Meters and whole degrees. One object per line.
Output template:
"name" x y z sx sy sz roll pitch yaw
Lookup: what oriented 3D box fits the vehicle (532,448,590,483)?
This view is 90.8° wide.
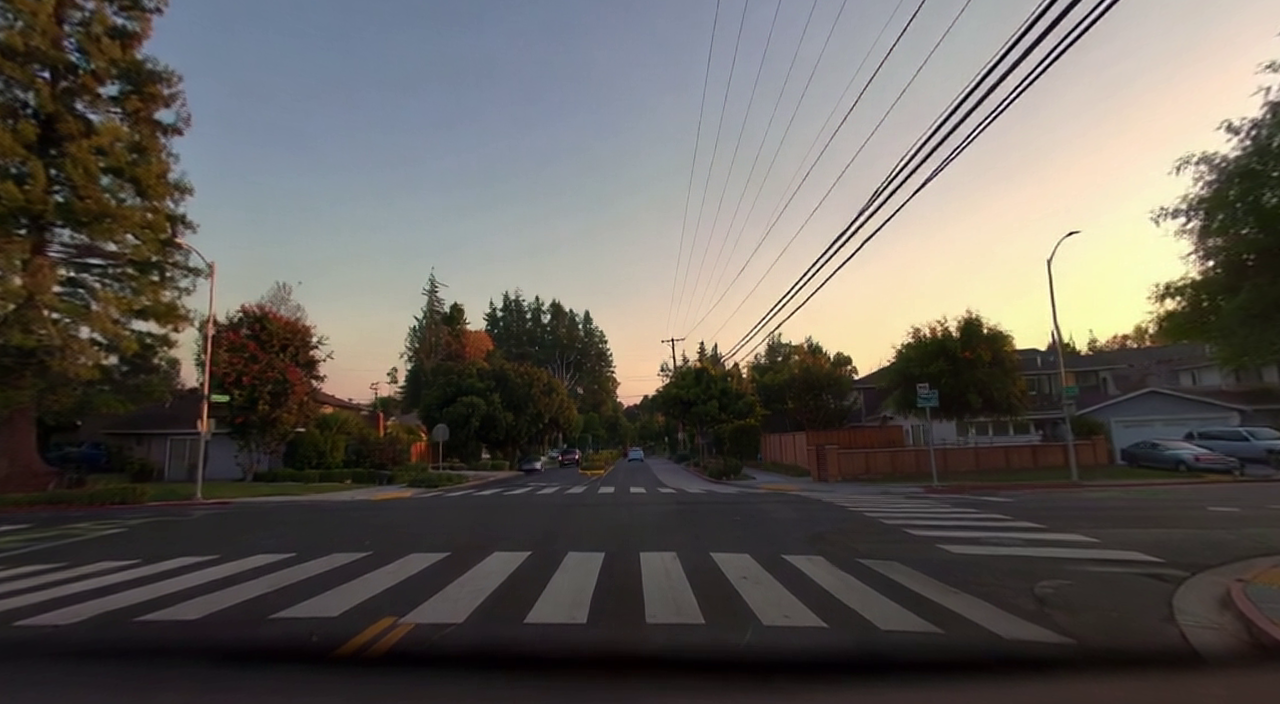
"vehicle" -3.614 5.246 29.487 2.102 1.463 4.024 0 -9 1

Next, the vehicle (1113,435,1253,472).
"vehicle" 23.428 4.397 27.561 1.841 1.448 4.688 0 -9 -1
